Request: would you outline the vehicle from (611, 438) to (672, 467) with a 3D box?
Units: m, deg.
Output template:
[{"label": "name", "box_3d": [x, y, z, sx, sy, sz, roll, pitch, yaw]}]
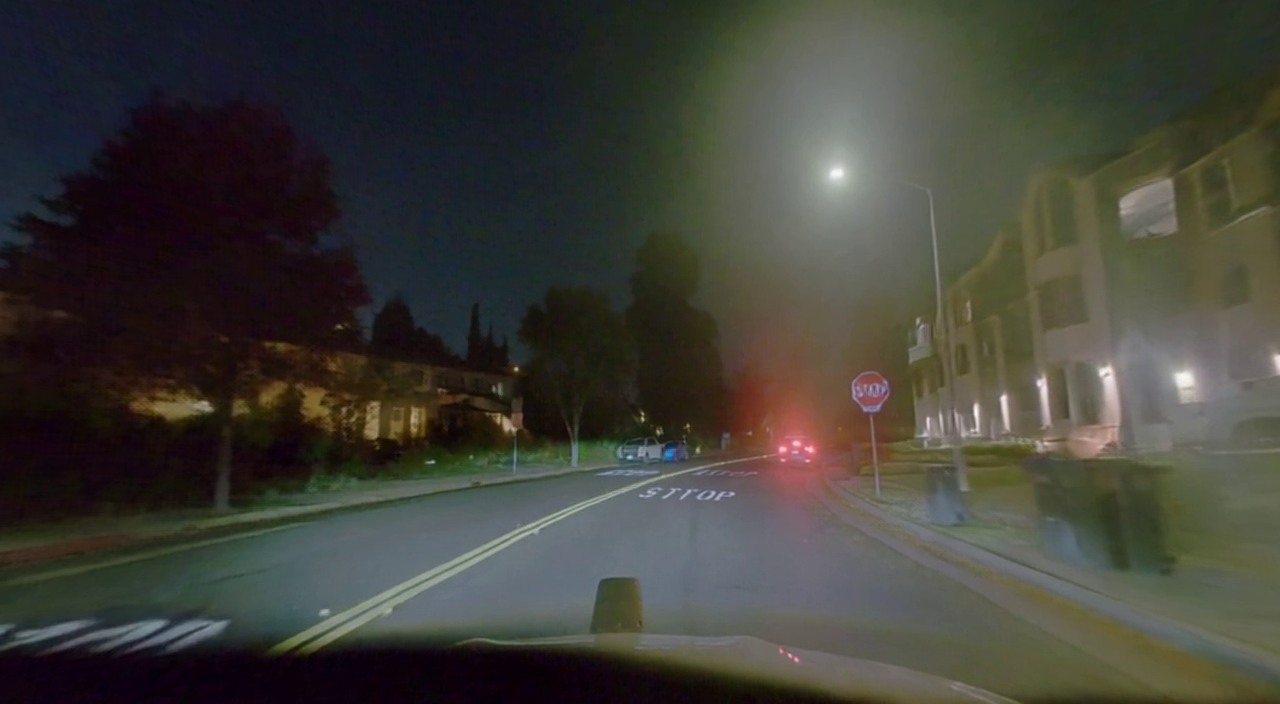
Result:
[{"label": "vehicle", "box_3d": [0.179, 6.234, 39.388, 2.030, 1.696, 4.828, -4, -9, 23]}]

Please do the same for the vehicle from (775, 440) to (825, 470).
[{"label": "vehicle", "box_3d": [8.721, 5.549, 34.185, 2.045, 1.478, 4.914, -3, -9, 20]}]
